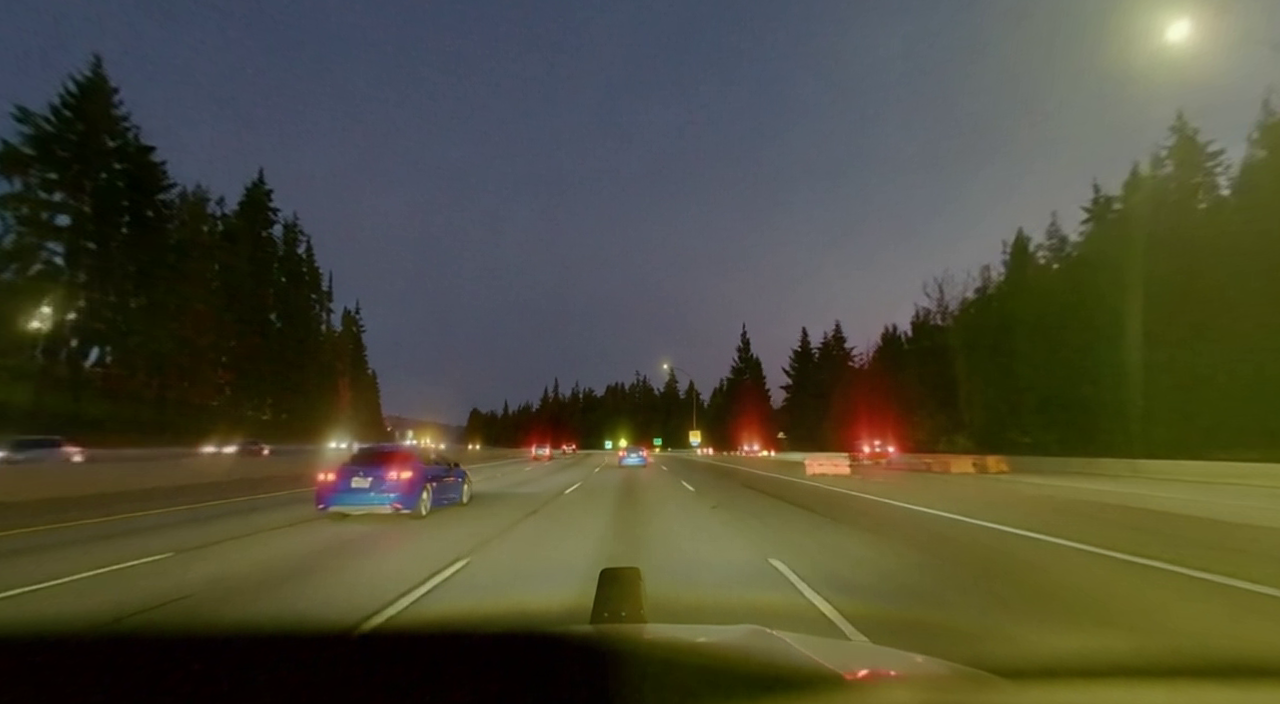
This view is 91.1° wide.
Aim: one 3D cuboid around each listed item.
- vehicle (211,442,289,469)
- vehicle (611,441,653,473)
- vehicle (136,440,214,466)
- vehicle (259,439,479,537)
[{"bbox_3d":[-22.432,5.950,36.287,1.818,1.447,4.303,0,-8,-1],"label":"vehicle"},{"bbox_3d":[-0.461,5.259,31.664,1.963,1.462,4.681,0,-8,-2],"label":"vehicle"},{"bbox_3d":[-29.418,6.393,39.909,1.852,1.550,4.169,0,-8,-2],"label":"vehicle"},{"bbox_3d":[-4.508,2.301,11.361,2.001,1.415,4.360,0,-8,1],"label":"vehicle"}]
